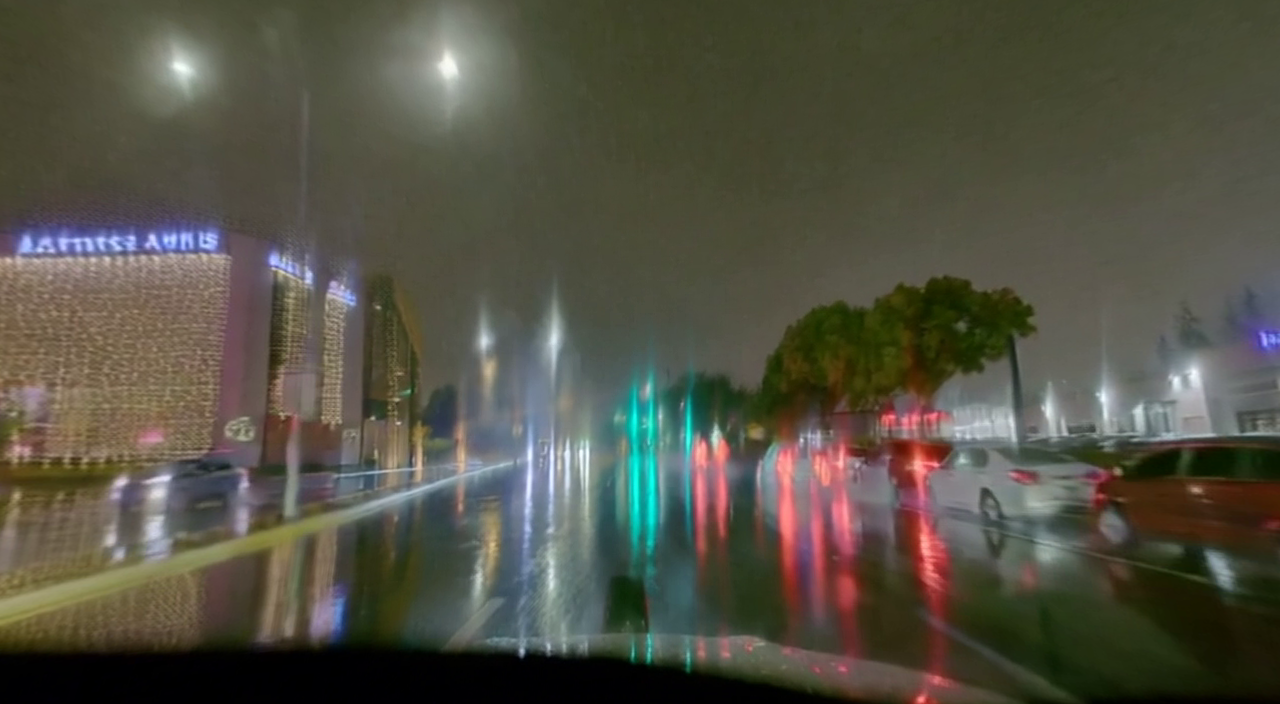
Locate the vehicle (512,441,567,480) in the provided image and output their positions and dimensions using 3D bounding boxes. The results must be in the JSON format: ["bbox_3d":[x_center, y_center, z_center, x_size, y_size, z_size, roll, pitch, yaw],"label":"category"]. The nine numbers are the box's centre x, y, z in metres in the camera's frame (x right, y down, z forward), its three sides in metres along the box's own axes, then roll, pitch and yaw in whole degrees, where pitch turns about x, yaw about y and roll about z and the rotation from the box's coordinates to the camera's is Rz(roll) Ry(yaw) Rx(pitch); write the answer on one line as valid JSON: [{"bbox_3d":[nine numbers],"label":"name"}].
[{"bbox_3d":[-4.262,4.655,27.315,1.917,1.511,4.436,0,-9,-3],"label":"vehicle"}]

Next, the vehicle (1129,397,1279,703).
[{"bbox_3d":[3.446,0.685,0.829,1.981,1.499,4.536,0,-9,1],"label":"vehicle"}]

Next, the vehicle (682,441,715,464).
[{"bbox_3d":[4.407,7.691,48.308,2.007,1.683,4.171,0,-9,-1],"label":"vehicle"}]

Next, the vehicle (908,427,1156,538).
[{"bbox_3d":[7.243,2.430,12.402,1.928,1.729,4.619,0,-9,1],"label":"vehicle"}]
